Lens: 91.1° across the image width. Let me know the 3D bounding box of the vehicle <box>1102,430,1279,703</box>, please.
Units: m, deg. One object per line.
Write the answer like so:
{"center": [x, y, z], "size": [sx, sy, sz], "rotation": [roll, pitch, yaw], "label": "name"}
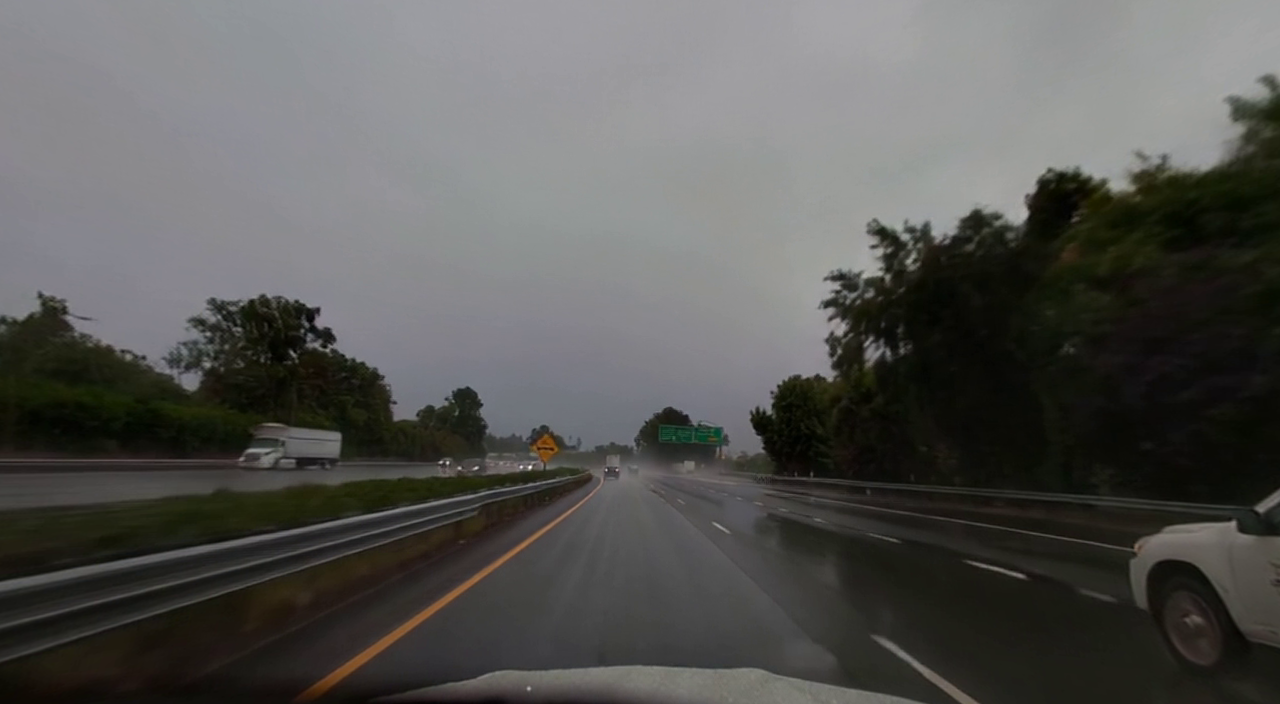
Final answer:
{"center": [4.127, 0.938, 1.877], "size": [1.965, 1.502, 4.599], "rotation": [1, -10, 0], "label": "vehicle"}
